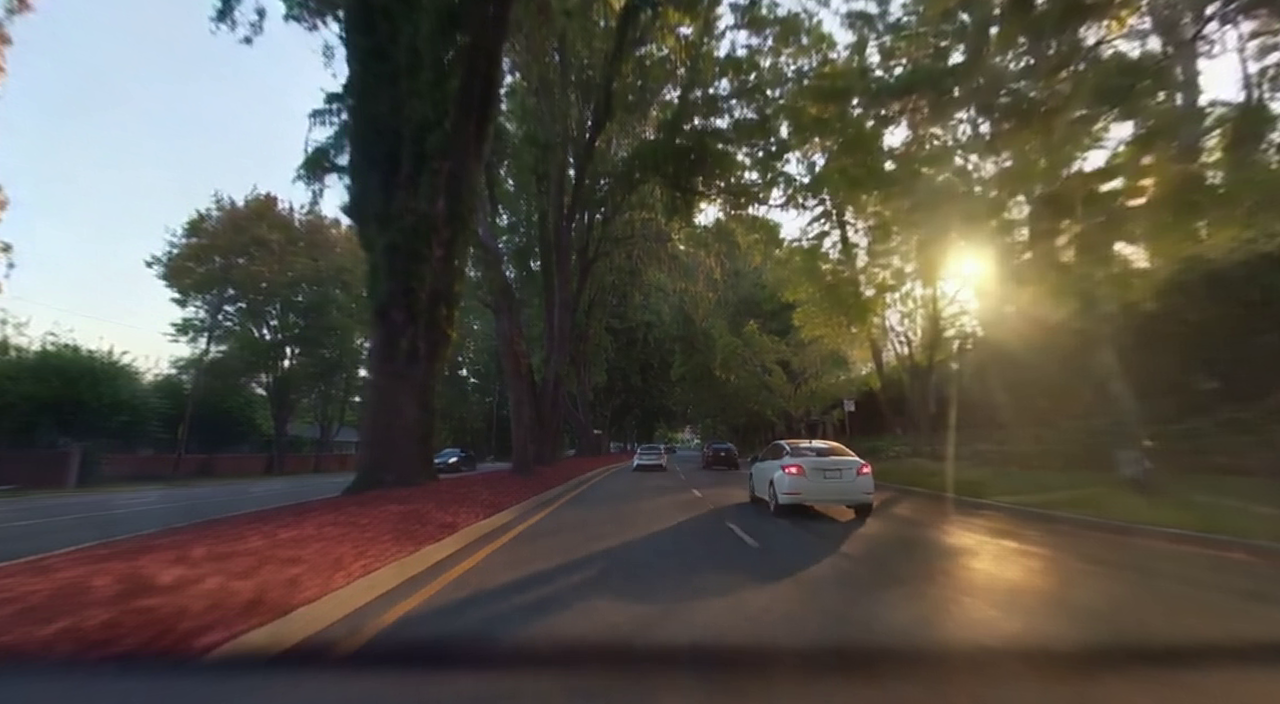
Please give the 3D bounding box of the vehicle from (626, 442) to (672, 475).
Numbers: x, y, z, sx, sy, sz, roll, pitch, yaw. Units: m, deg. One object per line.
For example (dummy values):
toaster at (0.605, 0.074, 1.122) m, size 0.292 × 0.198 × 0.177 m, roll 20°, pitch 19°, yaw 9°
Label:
vehicle at (0.481, 5.091, 30.485) m, size 2.082 × 1.473 × 4.028 m, roll 0°, pitch -9°, yaw 2°

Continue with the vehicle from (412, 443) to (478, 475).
vehicle at (-10.848, 5.979, 35.527) m, size 2.067 × 1.657 × 4.510 m, roll 0°, pitch -9°, yaw 2°

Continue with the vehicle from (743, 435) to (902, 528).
vehicle at (3.396, 2.481, 12.695) m, size 1.985 × 1.529 × 4.147 m, roll 0°, pitch -9°, yaw 1°

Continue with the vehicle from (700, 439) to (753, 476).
vehicle at (4.180, 5.154, 31.122) m, size 2.074 × 1.652 × 4.340 m, roll 0°, pitch -9°, yaw 1°
